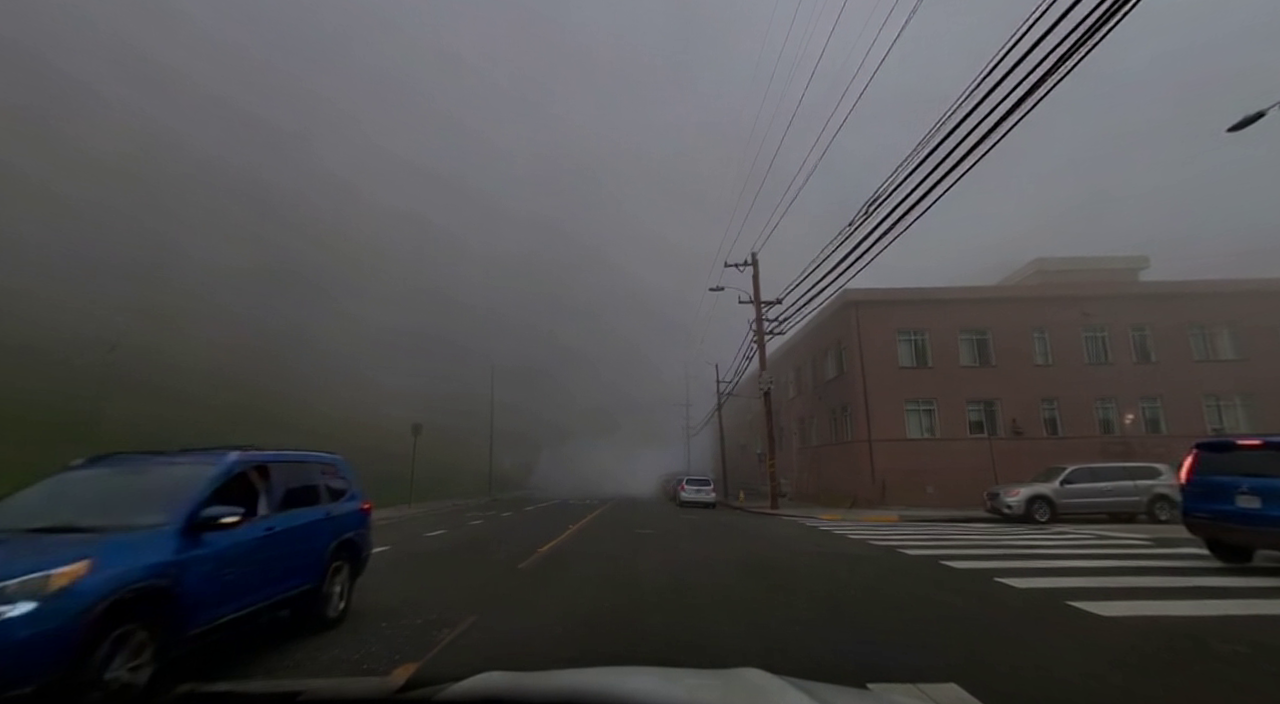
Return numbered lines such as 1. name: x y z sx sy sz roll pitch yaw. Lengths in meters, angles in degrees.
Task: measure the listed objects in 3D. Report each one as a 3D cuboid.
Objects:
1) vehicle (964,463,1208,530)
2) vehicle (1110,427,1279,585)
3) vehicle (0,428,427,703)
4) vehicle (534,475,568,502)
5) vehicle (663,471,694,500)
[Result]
1. vehicle: 11.382 3.680 16.390 4.771 1.492 2.107 0 -8 -3
2. vehicle: 9.486 1.978 8.686 4.872 1.789 2.214 2 -9 -16
3. vehicle: -3.247 1.411 4.719 1.911 1.563 4.057 0 -8 0
4. vehicle: -6.645 10.263 47.721 1.913 1.682 4.365 0 -8 1
5. vehicle: 2.814 9.911 47.145 1.953 1.774 5.008 0 -8 -1
